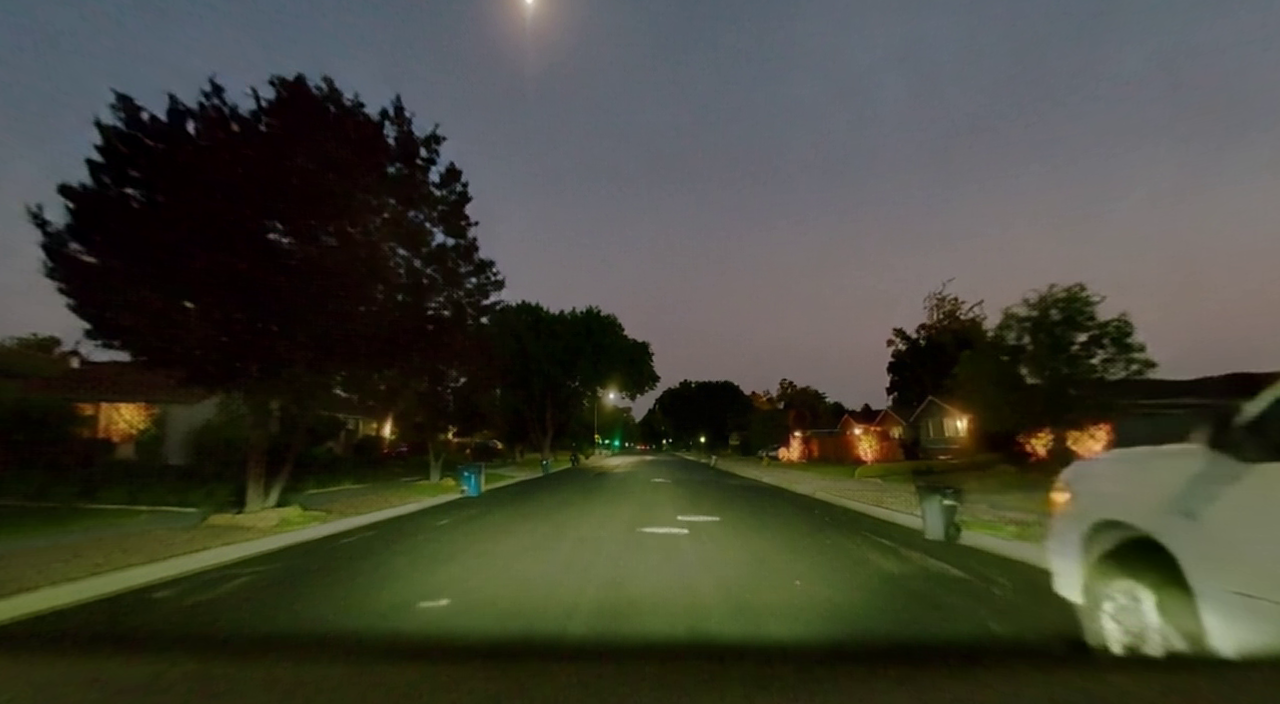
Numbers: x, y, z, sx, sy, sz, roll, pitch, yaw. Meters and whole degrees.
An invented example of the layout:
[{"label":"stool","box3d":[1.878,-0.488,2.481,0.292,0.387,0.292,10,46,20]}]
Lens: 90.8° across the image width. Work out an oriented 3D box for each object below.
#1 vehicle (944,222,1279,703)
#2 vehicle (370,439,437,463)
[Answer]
[{"label":"vehicle","box3d":[3.714,0.450,1.042,2.789,2.206,7.420,0,-9,1]},{"label":"vehicle","box3d":[-18.563,7.794,49.748,4.359,1.789,2.123,0,-10,1]}]
